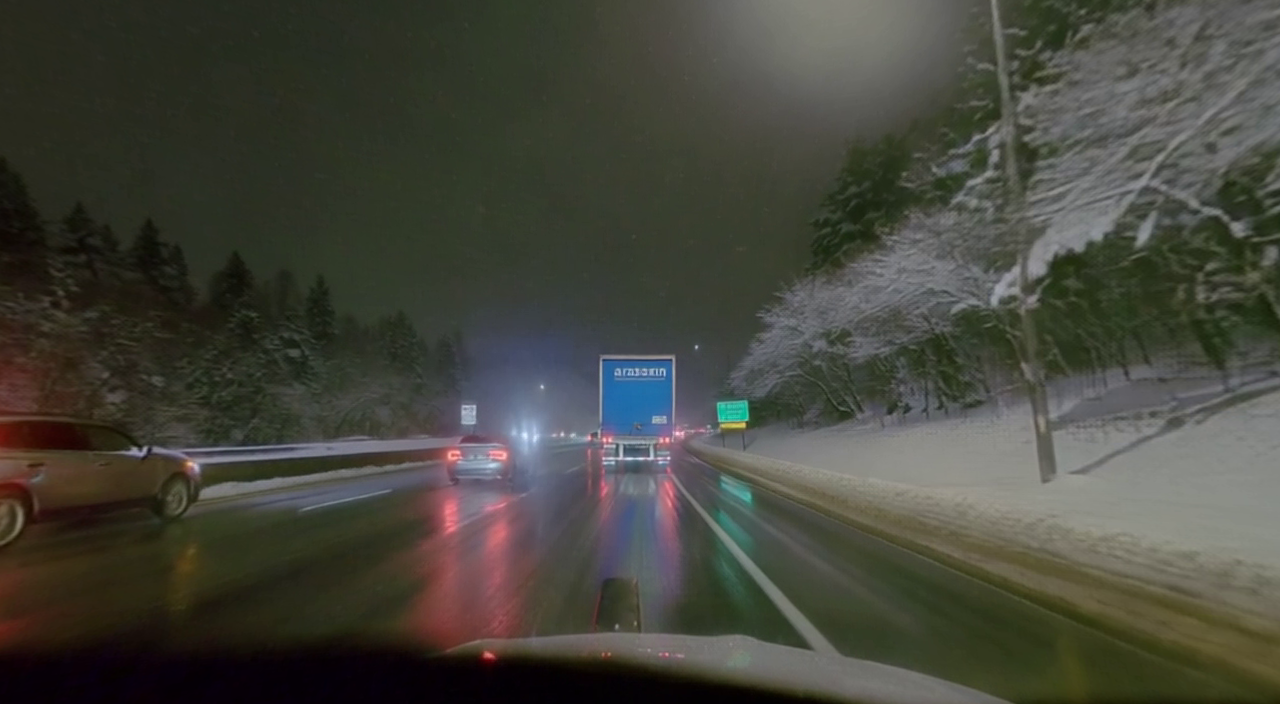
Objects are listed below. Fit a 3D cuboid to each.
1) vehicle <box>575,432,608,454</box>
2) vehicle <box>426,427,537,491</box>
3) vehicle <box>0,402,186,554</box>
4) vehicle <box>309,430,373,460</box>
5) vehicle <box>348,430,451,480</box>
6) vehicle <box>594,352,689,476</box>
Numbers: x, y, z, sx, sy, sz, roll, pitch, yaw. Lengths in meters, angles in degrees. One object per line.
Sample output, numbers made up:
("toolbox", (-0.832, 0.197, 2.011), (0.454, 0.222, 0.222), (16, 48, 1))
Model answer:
("vehicle", (-3.751, 7.132, 49.551), (2.104, 1.653, 4.302), (-1, -8, 3))
("vehicle", (-4.073, 2.798, 16.846), (1.933, 1.492, 3.838), (0, -8, 0))
("vehicle", (-8.047, 1.485, 7.637), (1.990, 1.654, 4.129), (0, -8, -1))
("vehicle", (-19.868, 6.185, 41.991), (1.971, 1.812, 4.441), (0, -8, 1))
("vehicle", (-8.014, 3.446, 21.377), (1.943, 1.500, 4.011), (0, -8, -1))
("vehicle", (-0.083, 2.756, 26.327), (3.118, 4.106, 10.719), (0, -8, -1))
